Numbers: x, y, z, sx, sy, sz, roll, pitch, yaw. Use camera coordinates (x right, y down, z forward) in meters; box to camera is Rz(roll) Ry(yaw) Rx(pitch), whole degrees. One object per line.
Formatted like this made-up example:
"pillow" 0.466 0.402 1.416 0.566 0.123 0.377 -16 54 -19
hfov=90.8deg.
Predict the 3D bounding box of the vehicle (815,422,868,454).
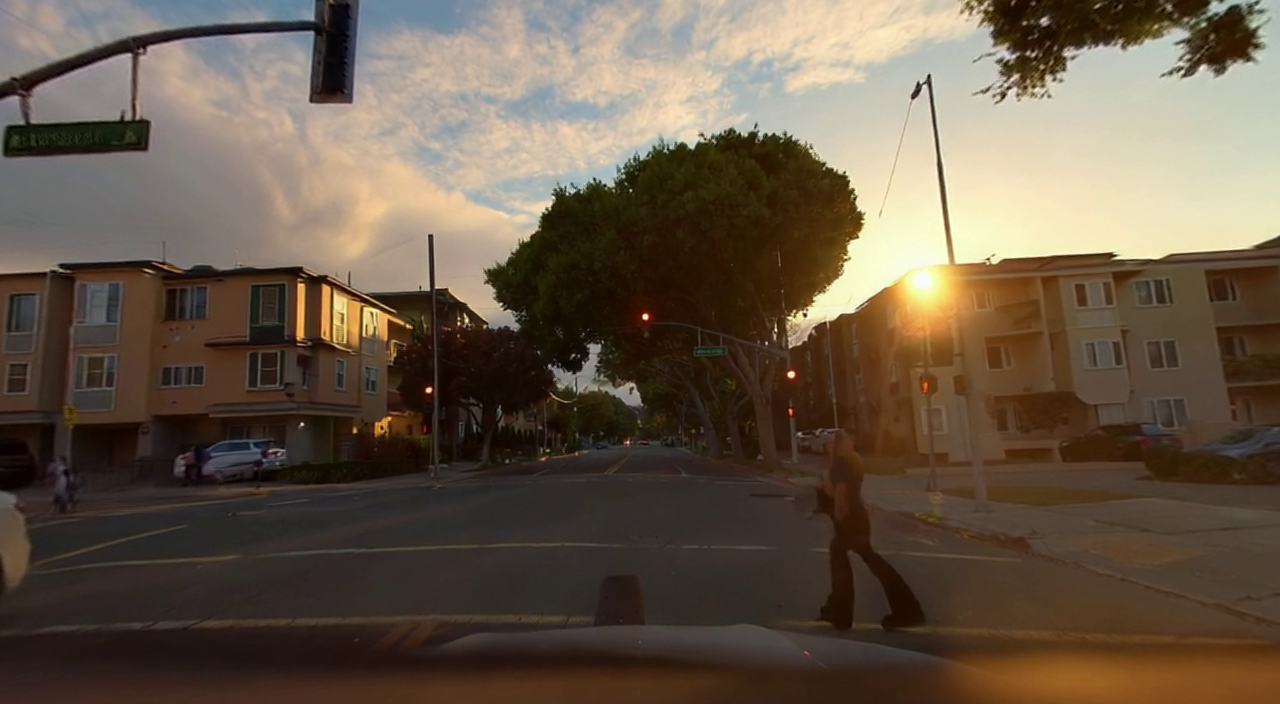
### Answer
"vehicle" 11.528 4.986 36.447 1.950 1.714 4.245 -1 -9 5

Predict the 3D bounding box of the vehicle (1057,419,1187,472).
"vehicle" 17.105 3.374 22.709 2.013 1.722 4.007 -2 -9 10

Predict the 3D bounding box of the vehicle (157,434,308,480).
"vehicle" -18.997 4.897 29.672 5.468 1.854 2.283 -2 -8 -4
